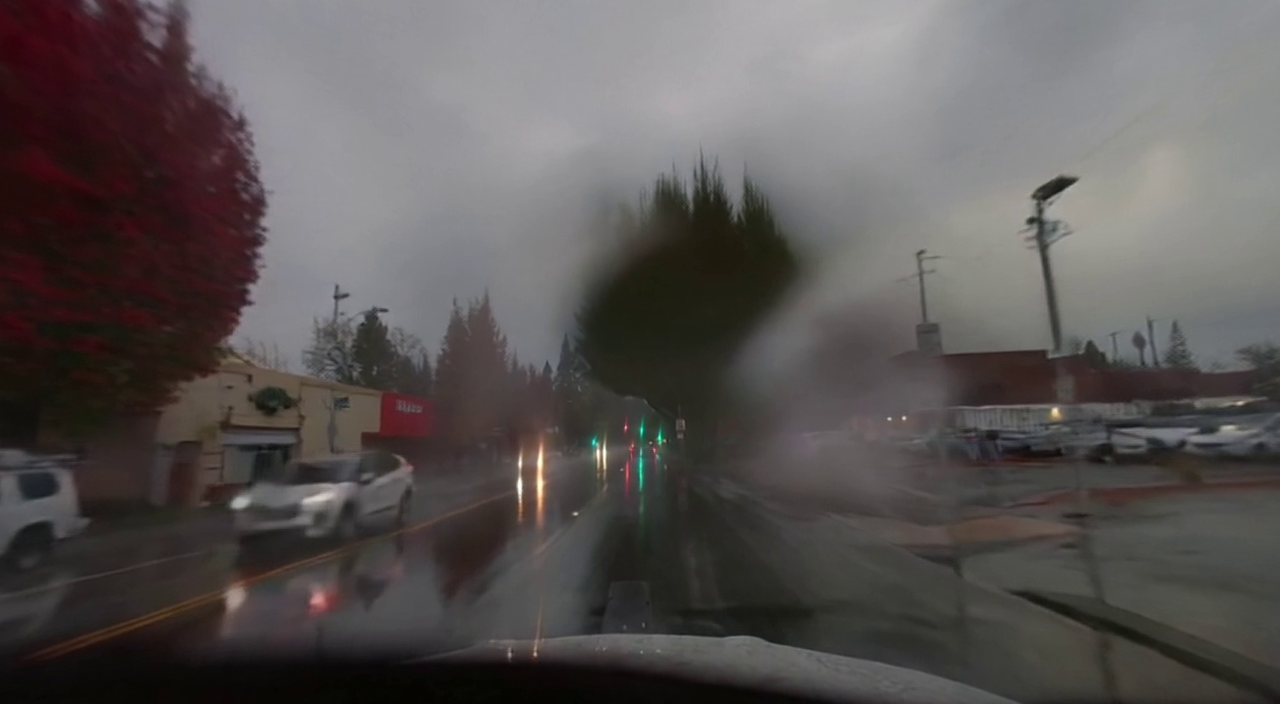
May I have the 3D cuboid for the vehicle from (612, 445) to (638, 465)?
[{"bbox_3d":[-1.168,8.111,49.914,2.020,1.478,3.922,0,-9,-1],"label":"vehicle"}]

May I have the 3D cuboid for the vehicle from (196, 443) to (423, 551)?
[{"bbox_3d":[-6.101,2.677,12.441,2.030,1.701,4.559,0,-9,-1],"label":"vehicle"}]

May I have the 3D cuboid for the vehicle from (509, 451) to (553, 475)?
[{"bbox_3d":[-7.269,7.416,42.392,1.925,1.502,4.359,-1,-9,4],"label":"vehicle"}]
